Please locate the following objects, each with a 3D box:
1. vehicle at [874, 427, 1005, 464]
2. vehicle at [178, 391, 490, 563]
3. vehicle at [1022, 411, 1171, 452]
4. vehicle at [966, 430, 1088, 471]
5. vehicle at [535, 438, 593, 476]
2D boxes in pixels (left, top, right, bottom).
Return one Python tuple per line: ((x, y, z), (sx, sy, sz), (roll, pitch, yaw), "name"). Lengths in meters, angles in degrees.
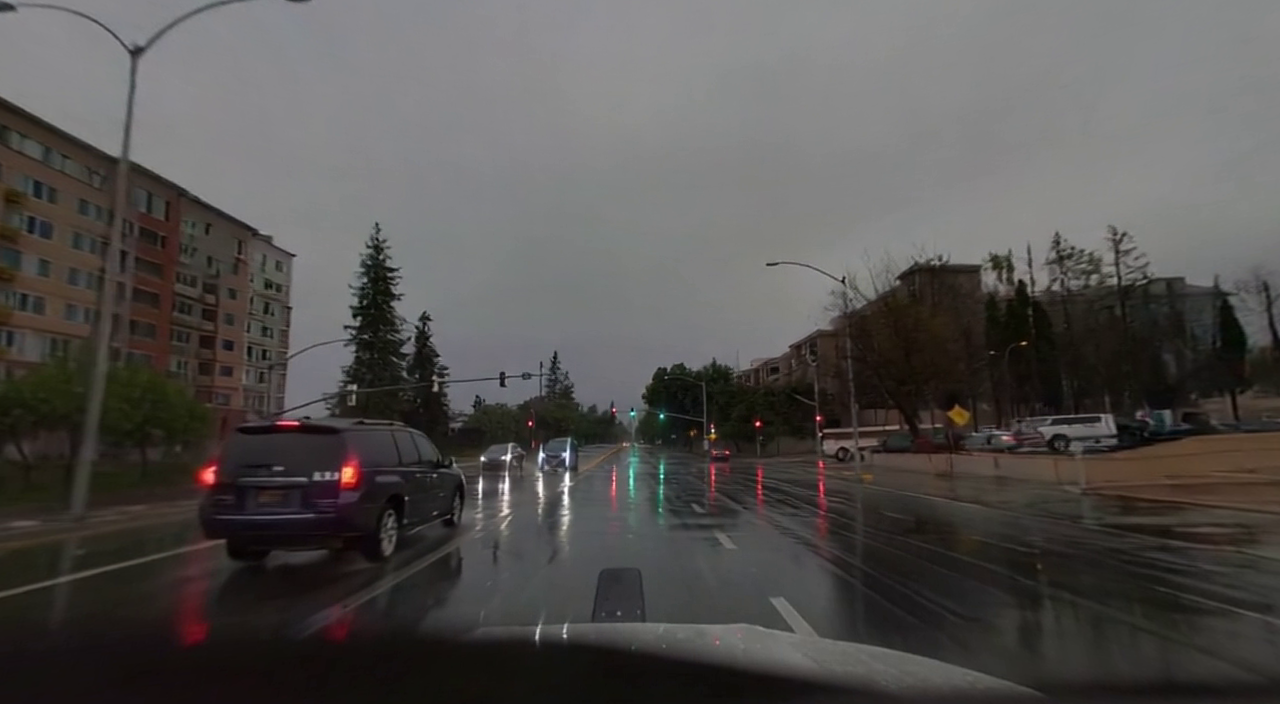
((15.482, 4.868, 32.923), (5.618, 1.857, 2.296), (0, -9, -2), "vehicle")
((-3.980, 1.754, 9.532), (2.220, 1.888, 4.904), (0, -9, 0), "vehicle")
((23.050, 4.080, 32.106), (5.656, 1.985, 2.187), (-1, -9, 3), "vehicle")
((14.681, 3.784, 24.338), (1.865, 1.425, 4.439), (0, -9, 0), "vehicle")
((-3.555, 5.044, 30.508), (2.180, 1.699, 4.485), (0, -9, 1), "vehicle")
